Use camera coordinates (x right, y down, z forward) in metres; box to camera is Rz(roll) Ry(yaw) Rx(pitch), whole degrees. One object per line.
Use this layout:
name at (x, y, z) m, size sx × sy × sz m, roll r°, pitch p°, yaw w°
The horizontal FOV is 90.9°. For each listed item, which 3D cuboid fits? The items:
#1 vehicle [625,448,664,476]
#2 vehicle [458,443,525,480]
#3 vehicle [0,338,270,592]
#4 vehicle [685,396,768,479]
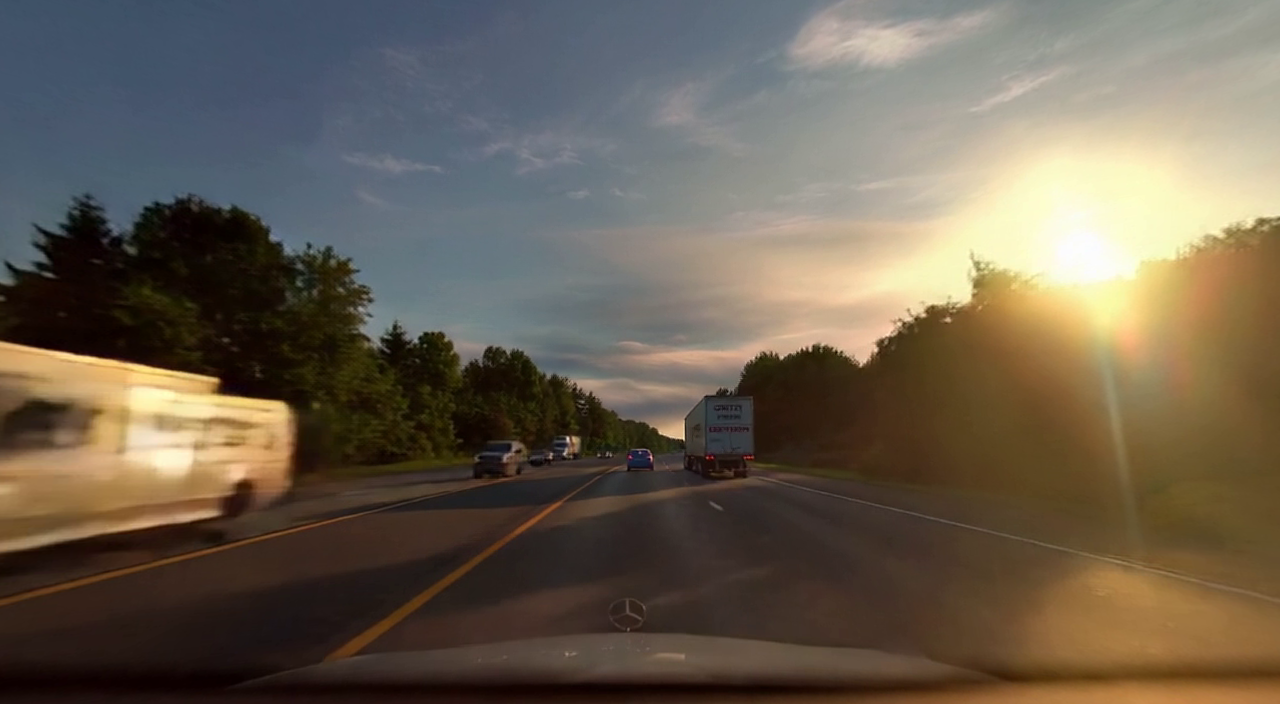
vehicle at (0.263, 6.179, 35.633) m, size 2.074 × 1.475 × 3.960 m, roll 0°, pitch -9°, yaw 1°
vehicle at (-8.246, 6.152, 35.611) m, size 2.252 × 1.923 × 5.541 m, roll 0°, pitch -9°, yaw 2°
vehicle at (-8.693, 1.458, 8.241) m, size 3.033 × 2.814 × 7.504 m, roll 0°, pitch -9°, yaw 1°
vehicle at (4.731, 5.304, 38.021) m, size 2.909 × 4.074 × 14.457 m, roll 0°, pitch -9°, yaw 0°
